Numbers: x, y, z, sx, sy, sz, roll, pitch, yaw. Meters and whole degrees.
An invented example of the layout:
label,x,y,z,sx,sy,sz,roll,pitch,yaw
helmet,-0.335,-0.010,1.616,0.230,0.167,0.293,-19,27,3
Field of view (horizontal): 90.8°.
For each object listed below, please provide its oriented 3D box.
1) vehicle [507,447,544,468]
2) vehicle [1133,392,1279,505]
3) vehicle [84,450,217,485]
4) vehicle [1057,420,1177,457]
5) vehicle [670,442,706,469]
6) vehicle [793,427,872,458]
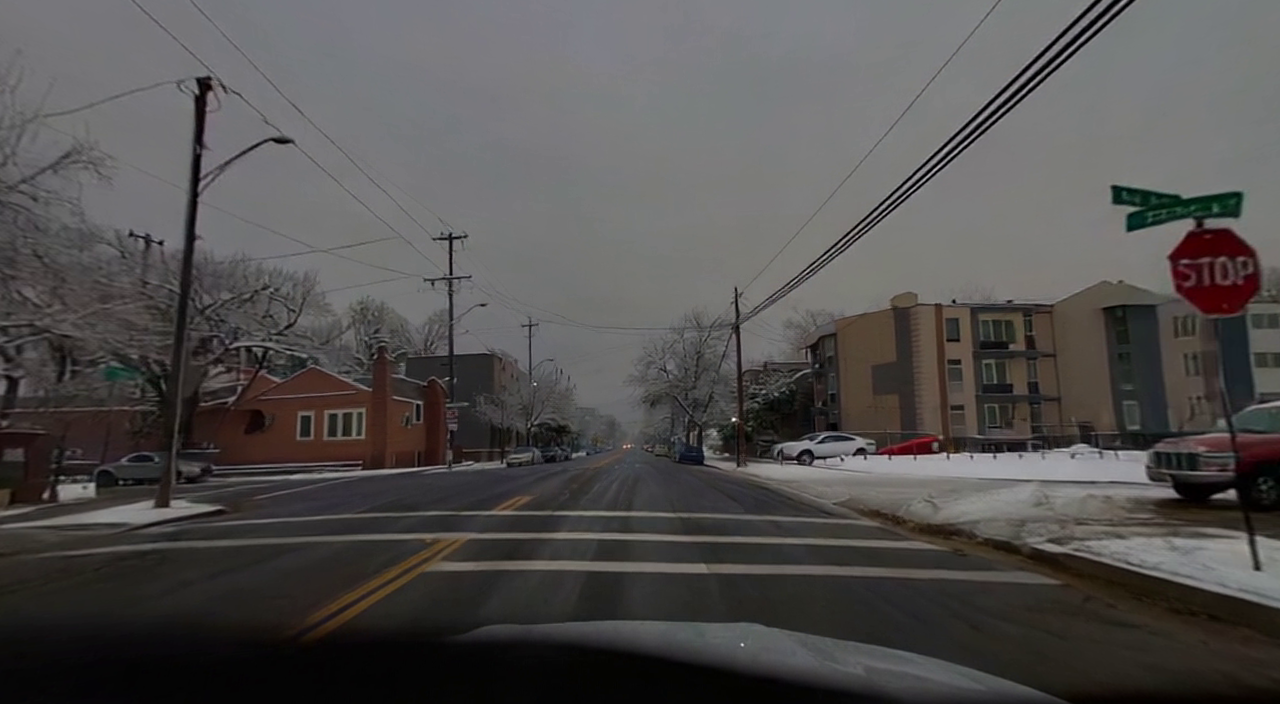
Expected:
label,x,y,z,sx,sy,sz,roll,pitch,yaw
vehicle,-8.532,7.921,47.541,2.066,1.472,4.353,0,-8,-2
vehicle,11.493,1.634,10.857,4.451,1.707,1.989,0,-8,-5
vehicle,-22.213,5.247,28.794,4.424,1.486,1.814,0,-8,-2
vehicle,22.402,4.094,29.800,4.002,1.505,2.061,-1,-10,-5
vehicle,3.251,7.084,43.484,1.993,1.755,4.256,0,-8,-2
vehicle,11.270,5.292,36.879,4.509,1.664,1.981,6,-10,-34
